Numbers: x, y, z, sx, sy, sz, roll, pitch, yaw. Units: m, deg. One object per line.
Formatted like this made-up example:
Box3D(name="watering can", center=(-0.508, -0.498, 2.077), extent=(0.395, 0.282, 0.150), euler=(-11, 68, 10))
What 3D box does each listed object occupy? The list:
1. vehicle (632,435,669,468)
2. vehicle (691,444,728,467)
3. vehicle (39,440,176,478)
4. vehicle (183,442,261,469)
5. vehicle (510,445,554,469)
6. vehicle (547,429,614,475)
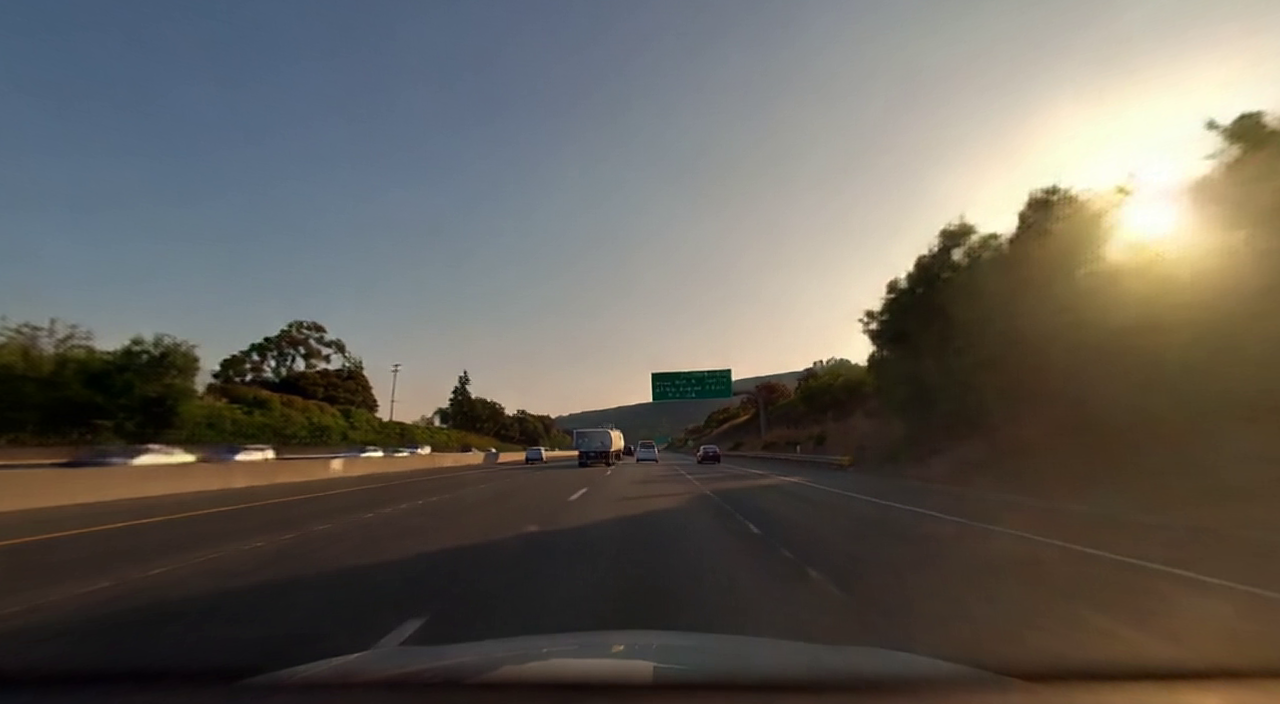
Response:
Box3D(name="vehicle", center=(0.694, 6.717, 42.764), extent=(2.309, 2.023, 5.130), euler=(0, -8, 0))
Box3D(name="vehicle", center=(4.780, 7.156, 43.854), extent=(1.993, 1.474, 4.230), euler=(0, -8, -1))
Box3D(name="vehicle", center=(-25.030, 5.028, 29.947), extent=(2.003, 1.641, 5.102), euler=(0, -8, 1))
Box3D(name="vehicle", center=(-28.638, 7.100, 43.429), extent=(1.945, 1.742, 4.887), euler=(0, -8, 0))
Box3D(name="vehicle", center=(-7.035, 6.871, 41.567), extent=(1.965, 1.437, 4.592), euler=(-1, -8, 2))
Box3D(name="vehicle", center=(-3.429, 6.439, 41.208), extent=(2.854, 2.379, 16.653), euler=(0, -8, 0))
